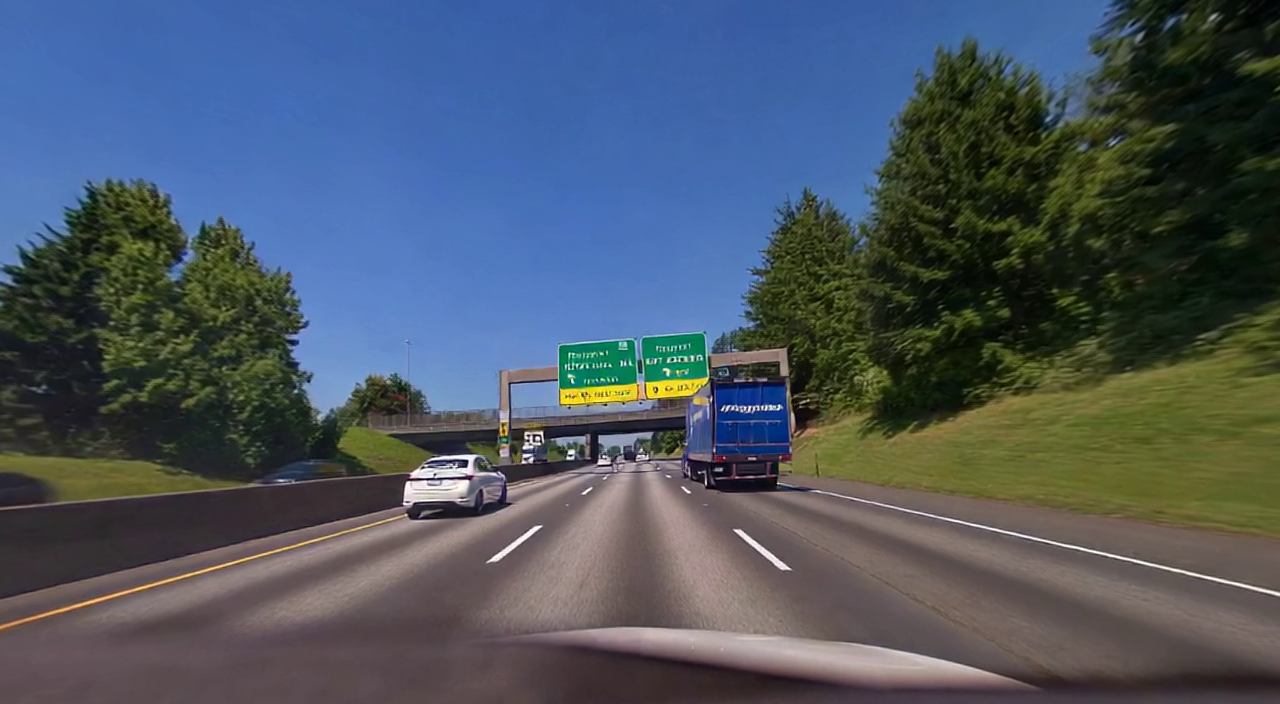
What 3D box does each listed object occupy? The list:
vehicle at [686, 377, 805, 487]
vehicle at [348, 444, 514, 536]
[{"bbox_3d":[4.357,3.991,30.043,3.025,4.005,14.010,0,-9,-1],"label":"vehicle"},{"bbox_3d":[-3.917,2.640,12.634,1.918,1.510,4.006,0,-9,1],"label":"vehicle"}]
